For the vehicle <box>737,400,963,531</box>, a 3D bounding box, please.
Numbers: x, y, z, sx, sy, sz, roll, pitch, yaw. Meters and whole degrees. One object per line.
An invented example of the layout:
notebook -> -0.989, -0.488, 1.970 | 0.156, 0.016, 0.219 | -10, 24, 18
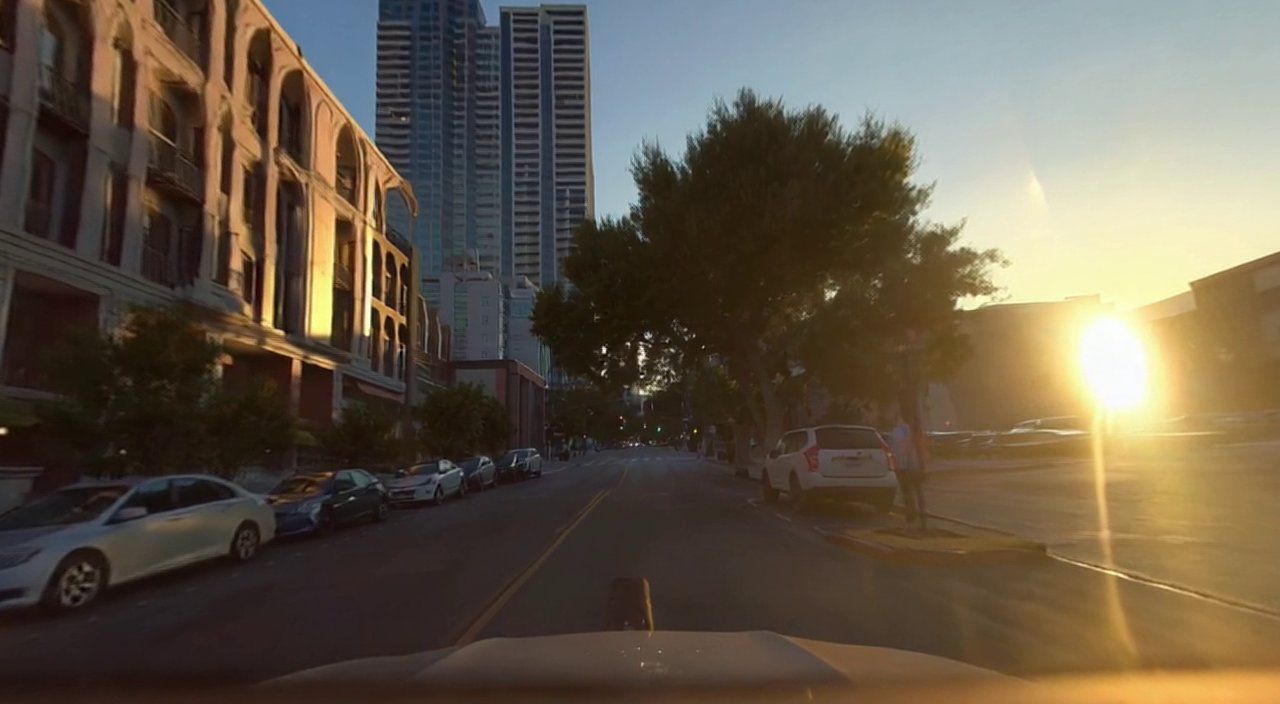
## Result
vehicle -> 4.049, 2.375, 13.797 | 2.568, 2.001, 5.999 | -5, -8, -2

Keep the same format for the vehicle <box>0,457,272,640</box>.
vehicle -> -6.905, 2.239, 7.905 | 1.944, 1.574, 4.717 | -5, -8, -2

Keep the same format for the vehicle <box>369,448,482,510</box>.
vehicle -> -6.621, 3.919, 20.054 | 2.110, 1.498, 4.555 | -5, -8, -2

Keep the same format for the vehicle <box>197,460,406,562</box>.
vehicle -> -6.841, 3.187, 13.473 | 1.889, 1.451, 5.013 | -5, -8, -2

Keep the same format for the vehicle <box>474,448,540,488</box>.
vehicle -> -6.329, 5.527, 30.565 | 2.270, 1.539, 4.855 | -5, -8, -2
